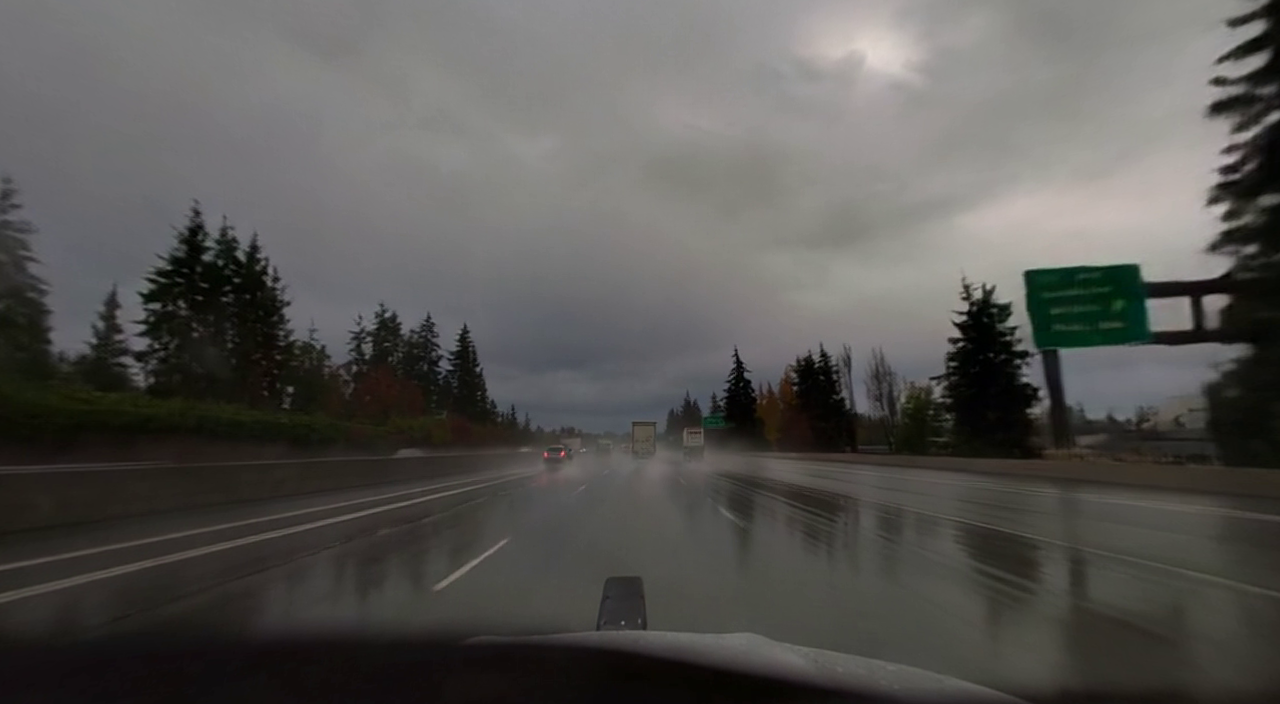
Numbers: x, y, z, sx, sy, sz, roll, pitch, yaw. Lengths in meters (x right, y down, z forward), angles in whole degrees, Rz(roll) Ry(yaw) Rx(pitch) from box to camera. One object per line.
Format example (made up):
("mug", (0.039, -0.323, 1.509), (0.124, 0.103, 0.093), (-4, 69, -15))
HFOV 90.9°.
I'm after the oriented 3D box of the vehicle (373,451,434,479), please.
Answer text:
("vehicle", (-13.593, 6.499, 36.460), (1.829, 1.456, 4.195), (0, -9, 1))
